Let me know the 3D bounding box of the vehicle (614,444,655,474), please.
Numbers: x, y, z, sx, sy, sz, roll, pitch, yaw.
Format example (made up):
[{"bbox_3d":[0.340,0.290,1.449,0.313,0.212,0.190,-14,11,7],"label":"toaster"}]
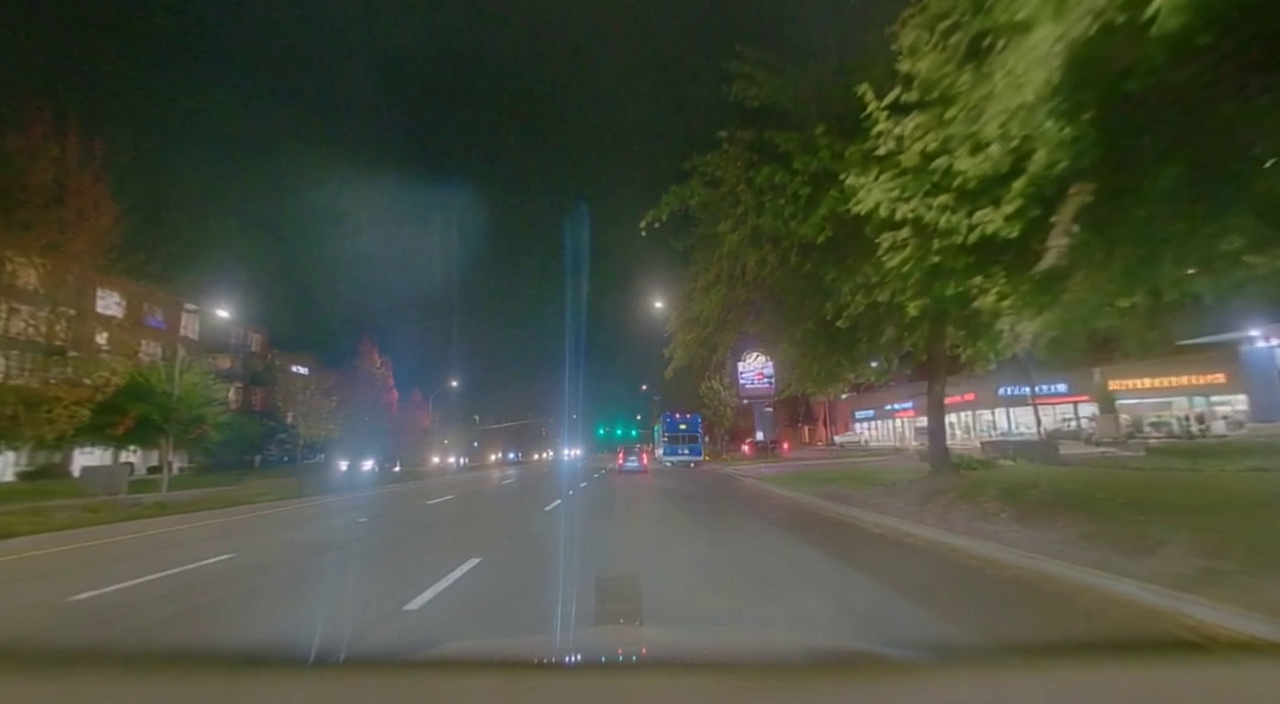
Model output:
[{"bbox_3d":[-0.391,5.858,34.642,2.103,1.506,4.742,0,-9,-2],"label":"vehicle"}]

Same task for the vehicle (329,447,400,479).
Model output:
[{"bbox_3d":[-15.532,6.272,35.920,2.041,1.685,4.571,0,-9,-1],"label":"vehicle"}]
